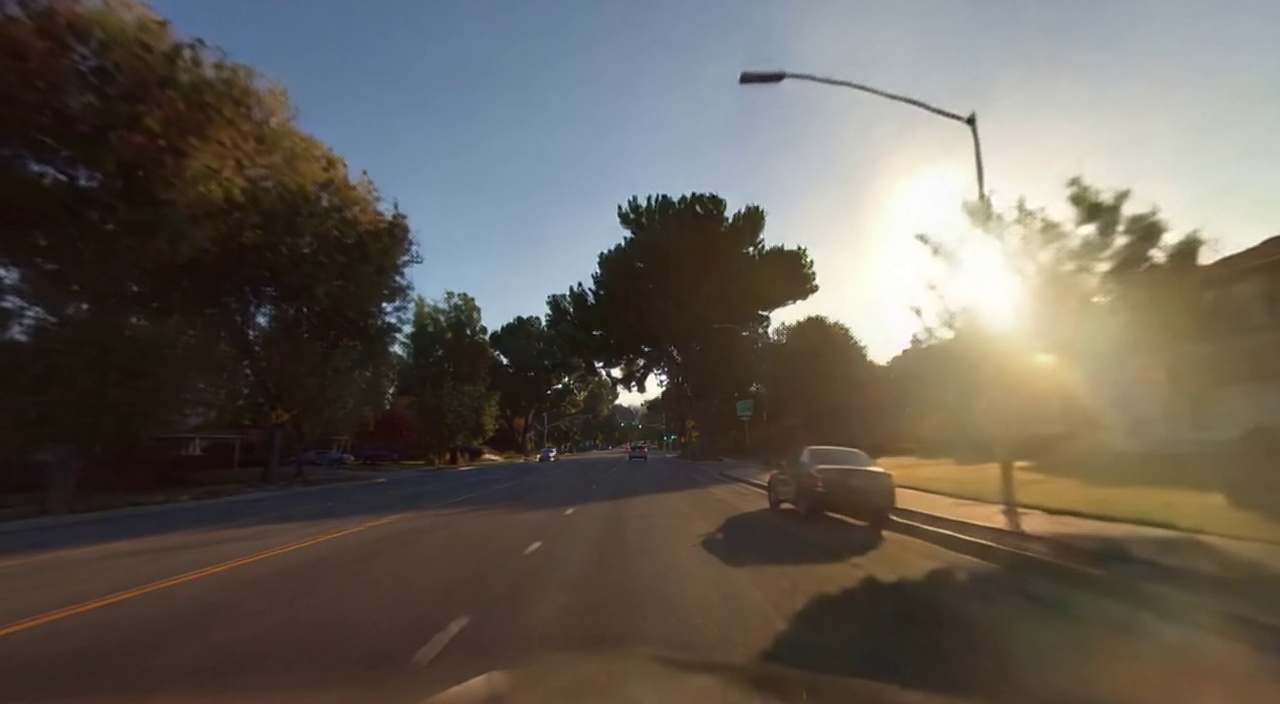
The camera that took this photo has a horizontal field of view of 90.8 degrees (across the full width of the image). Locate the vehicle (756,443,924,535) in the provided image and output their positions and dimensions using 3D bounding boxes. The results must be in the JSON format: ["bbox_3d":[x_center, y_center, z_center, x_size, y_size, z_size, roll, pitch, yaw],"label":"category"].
[{"bbox_3d":[3.704,2.596,12.630,1.942,1.502,4.244,0,-9,0],"label":"vehicle"}]
